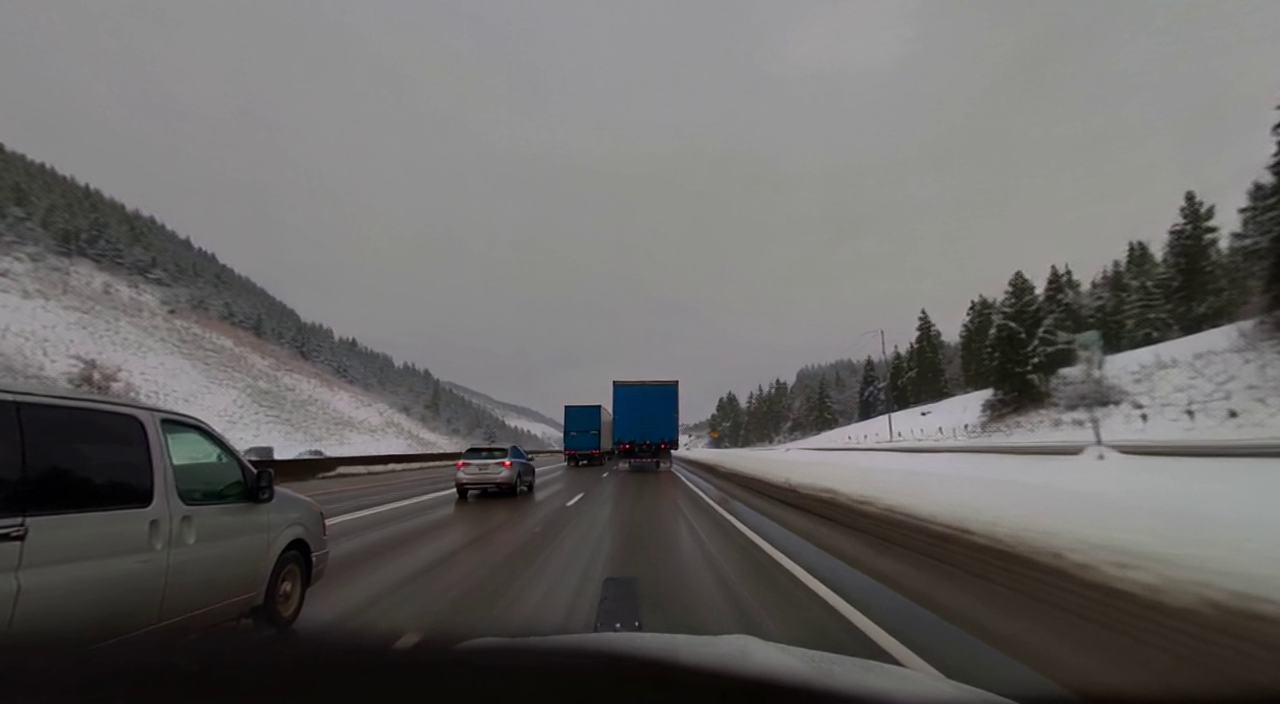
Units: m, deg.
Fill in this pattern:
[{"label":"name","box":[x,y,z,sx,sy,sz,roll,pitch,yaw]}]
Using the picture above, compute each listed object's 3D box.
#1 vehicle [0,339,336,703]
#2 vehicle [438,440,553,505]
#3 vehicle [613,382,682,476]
[{"label":"vehicle","box":[-3.835,0.908,3.186,2.136,1.779,4.875,0,-8,0]},{"label":"vehicle","box":[-3.542,3.026,16.355,1.950,1.446,4.224,0,-8,0]},{"label":"vehicle","box":[0.447,4.054,32.259,2.913,3.988,10.874,0,-8,1]}]
